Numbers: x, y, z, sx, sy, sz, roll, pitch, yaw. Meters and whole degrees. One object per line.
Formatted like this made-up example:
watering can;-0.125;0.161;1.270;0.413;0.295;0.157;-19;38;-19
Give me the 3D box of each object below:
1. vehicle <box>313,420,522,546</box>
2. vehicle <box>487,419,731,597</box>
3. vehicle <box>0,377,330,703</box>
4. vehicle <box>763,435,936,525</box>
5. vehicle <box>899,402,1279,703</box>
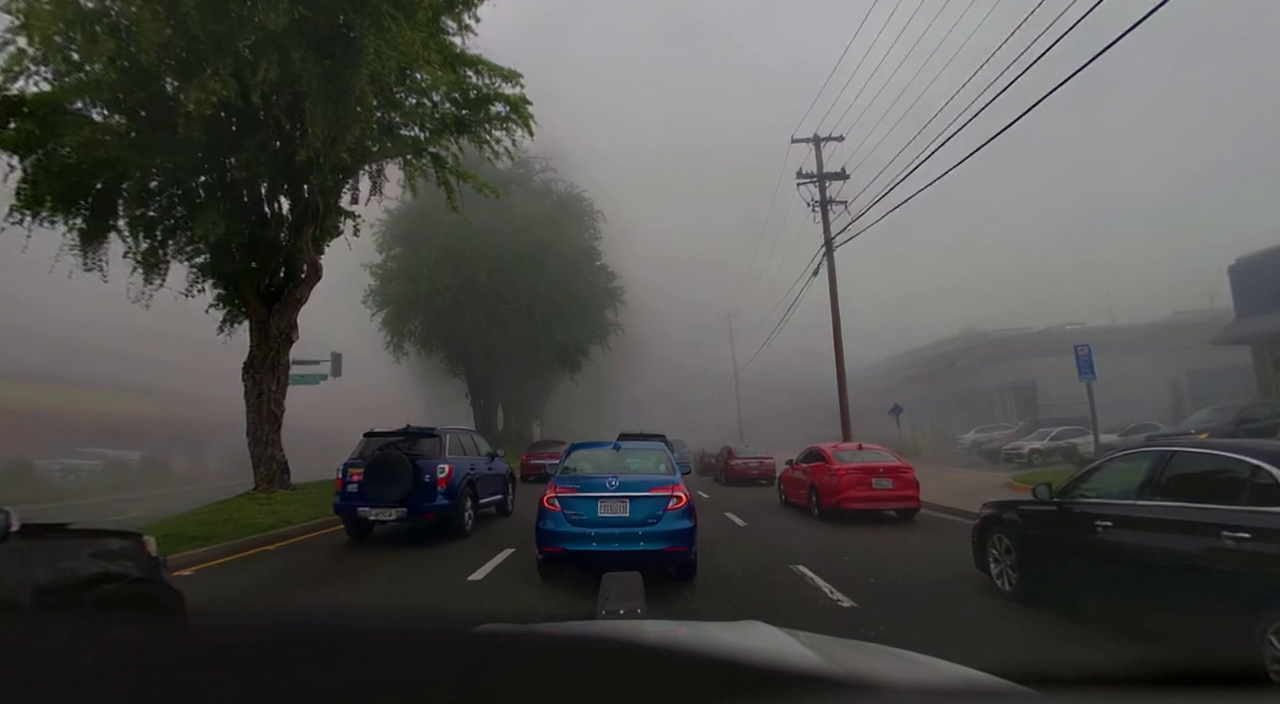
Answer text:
vehicle;-3.414;2.096;10.749;1.979;1.697;4.254;0;-9;0
vehicle;-0.317;1.635;7.425;2.097;1.511;3.809;0;-9;-2
vehicle;-2.874;0.776;1.501;1.984;1.496;4.530;0;-9;0
vehicle;3.926;2.467;12.766;1.909;1.473;4.361;0;-9;-1
vehicle;3.668;1.193;4.200;1.929;1.479;4.723;0;-9;1
